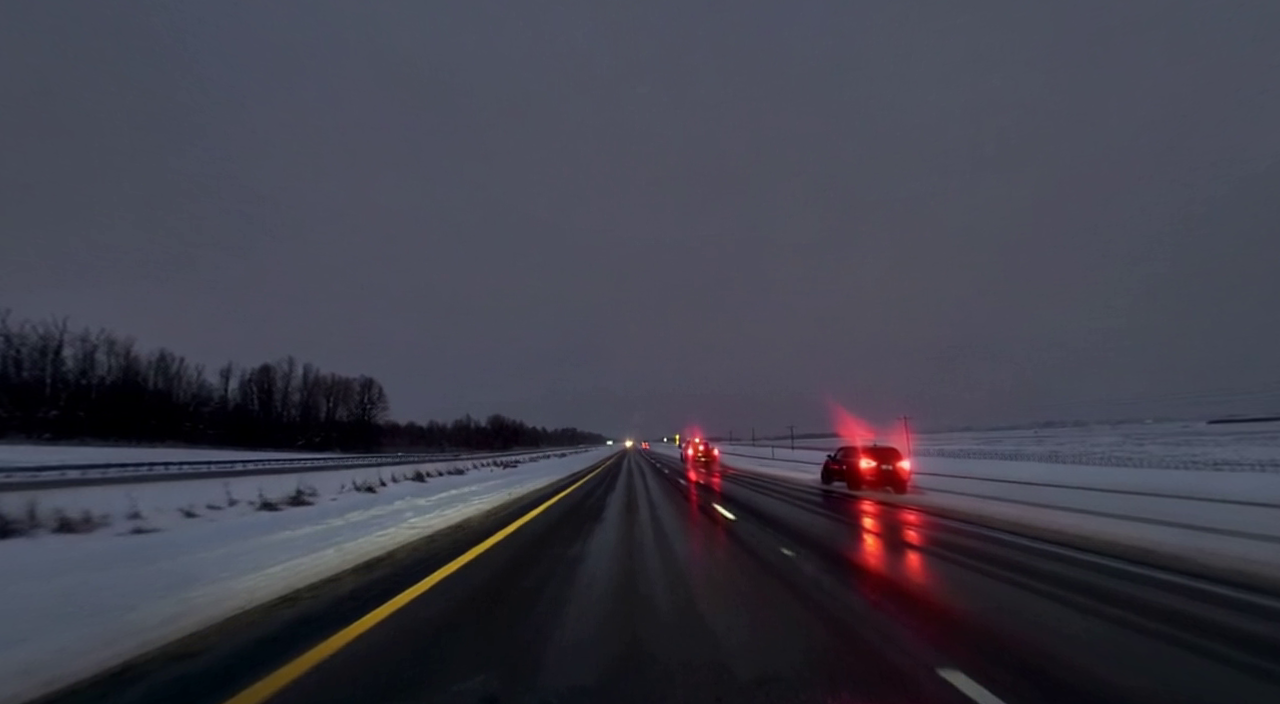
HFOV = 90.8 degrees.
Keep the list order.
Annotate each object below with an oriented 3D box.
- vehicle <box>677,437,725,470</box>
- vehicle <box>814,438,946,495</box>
[{"bbox_3d":[3.480,5.892,36.800,2.141,1.785,4.778,0,-8,-2],"label":"vehicle"},{"bbox_3d":[7.198,3.476,19.645,2.046,1.509,4.929,0,-8,-2],"label":"vehicle"}]
